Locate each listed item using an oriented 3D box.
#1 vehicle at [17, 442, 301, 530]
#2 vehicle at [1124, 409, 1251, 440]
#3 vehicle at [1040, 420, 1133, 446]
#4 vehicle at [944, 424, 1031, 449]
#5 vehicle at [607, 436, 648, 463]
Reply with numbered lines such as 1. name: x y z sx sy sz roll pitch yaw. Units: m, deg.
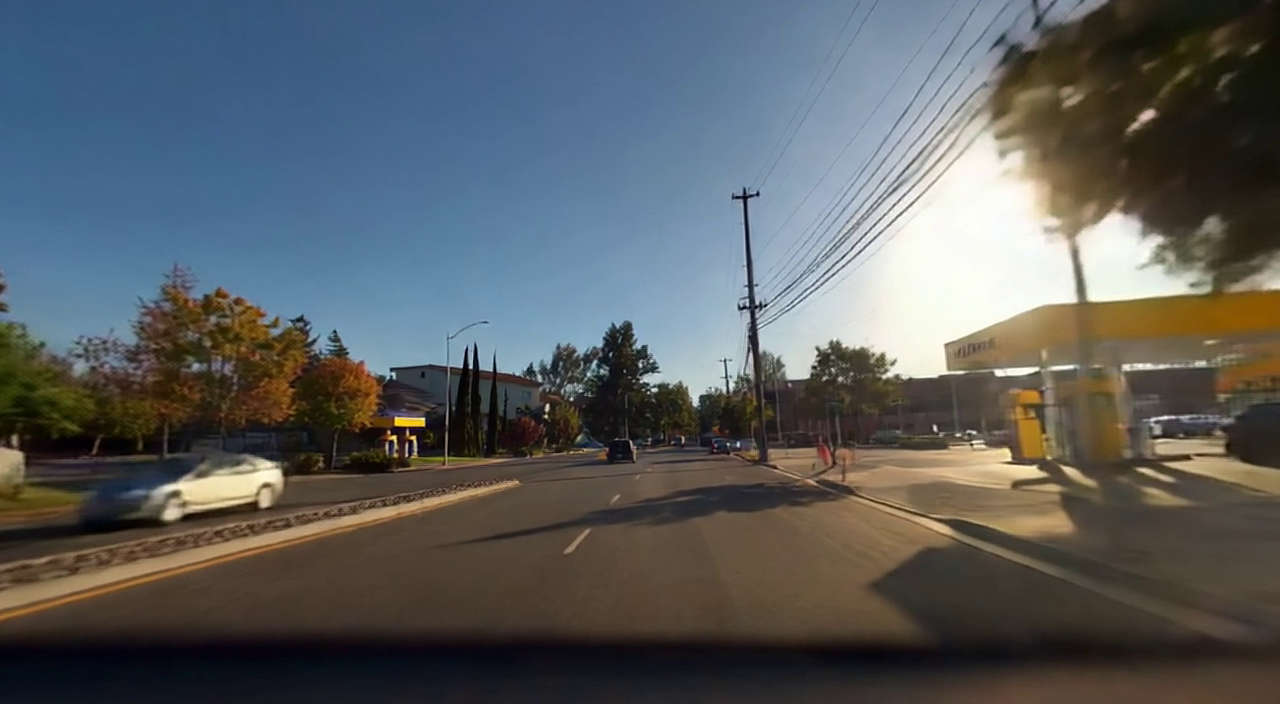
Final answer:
1. vehicle: -9.643 2.660 13.340 2.021 1.480 4.800 -1 -8 4
2. vehicle: 37.218 5.056 43.166 2.249 1.918 6.120 2 -8 -17
3. vehicle: 28.424 5.226 40.372 1.901 1.509 4.610 2 -8 -15
4. vehicle: 22.582 5.538 41.257 1.908 1.474 4.885 1 -9 -19
5. vehicle: -0.700 5.774 37.528 2.073 1.525 3.968 -1 -8 4
